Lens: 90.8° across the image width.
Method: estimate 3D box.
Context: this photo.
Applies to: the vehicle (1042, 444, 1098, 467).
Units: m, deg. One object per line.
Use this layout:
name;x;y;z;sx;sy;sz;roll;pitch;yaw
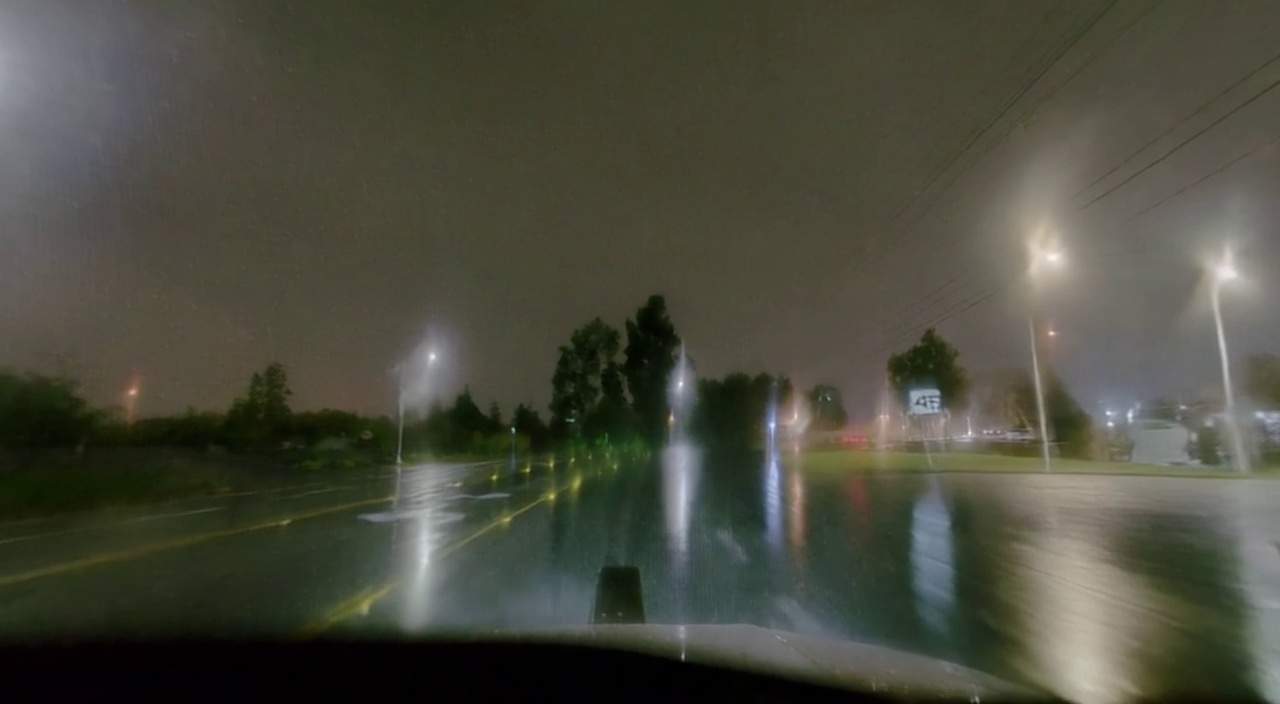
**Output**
vehicle;31.840;7.754;46.938;1.807;1.443;4.905;-1;-11;14
